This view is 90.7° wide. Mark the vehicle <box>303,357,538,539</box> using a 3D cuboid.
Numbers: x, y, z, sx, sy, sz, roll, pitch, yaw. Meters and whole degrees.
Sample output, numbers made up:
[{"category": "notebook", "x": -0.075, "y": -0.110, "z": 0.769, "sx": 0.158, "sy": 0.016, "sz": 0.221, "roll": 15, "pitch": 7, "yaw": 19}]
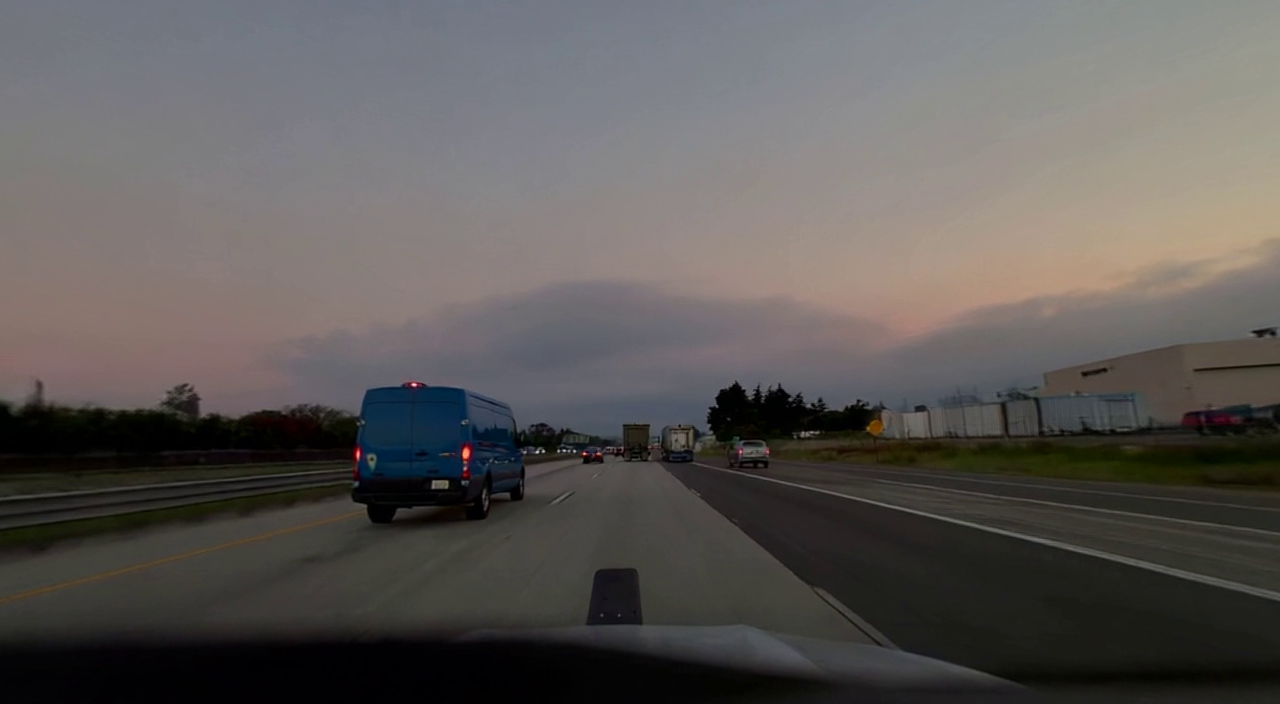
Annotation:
[{"category": "vehicle", "x": -3.999, "y": 1.989, "z": 13.405, "sx": 2.557, "sy": 2.855, "sz": 6.674, "roll": 0, "pitch": -8, "yaw": 0}]

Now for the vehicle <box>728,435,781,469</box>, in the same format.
[{"category": "vehicle", "x": 6.989, "y": 6.216, "z": 39.373, "sx": 2.216, "sy": 1.918, "sz": 5.742, "roll": 0, "pitch": -8, "yaw": 0}]
